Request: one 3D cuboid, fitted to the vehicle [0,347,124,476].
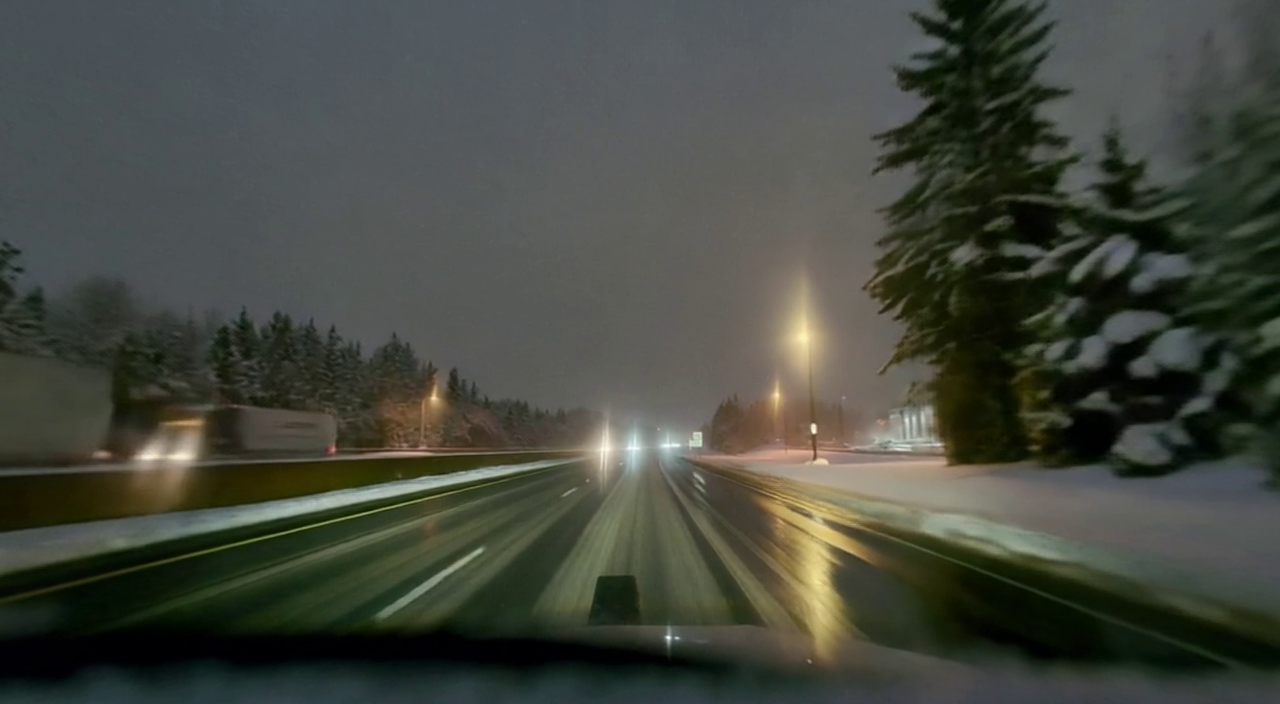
[{"bbox_3d":[-21.307,1.293,15.845,2.889,3.945,15.988,0,-9,1],"label":"vehicle"}]

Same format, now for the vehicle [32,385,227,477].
[{"bbox_3d":[-24.824,3.998,31.337,3.001,3.995,7.503,0,-8,2],"label":"vehicle"}]
